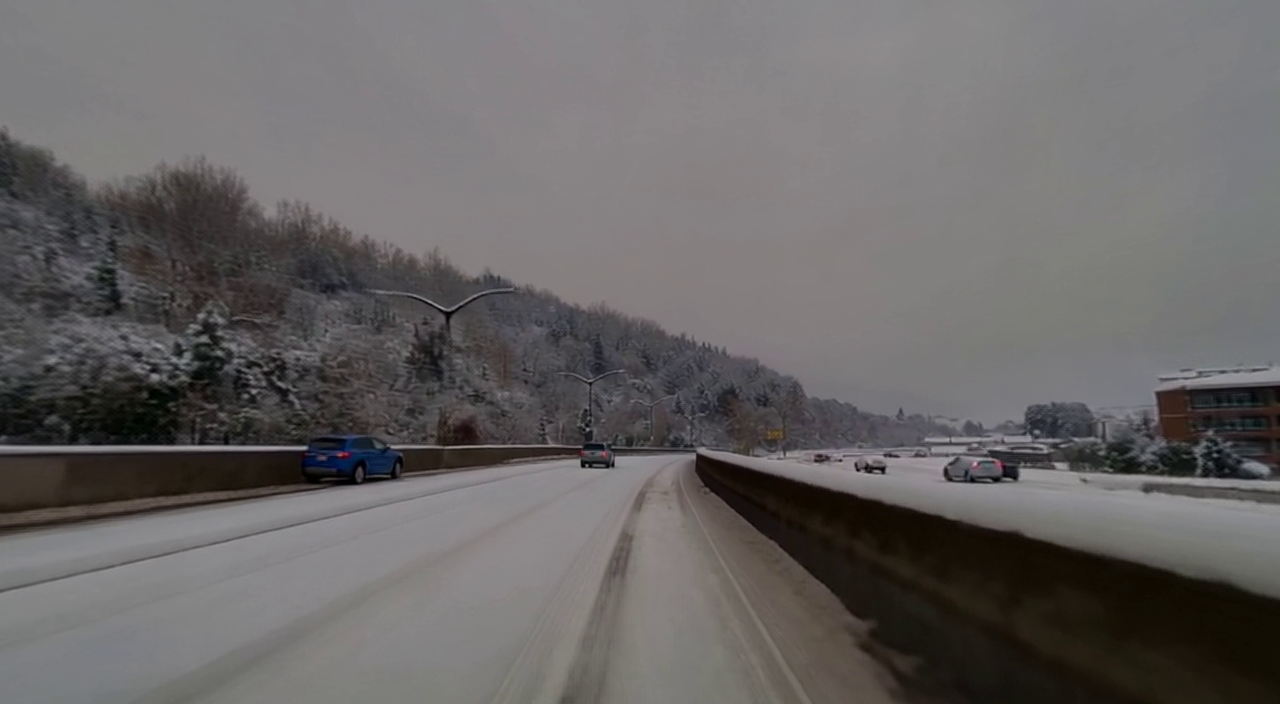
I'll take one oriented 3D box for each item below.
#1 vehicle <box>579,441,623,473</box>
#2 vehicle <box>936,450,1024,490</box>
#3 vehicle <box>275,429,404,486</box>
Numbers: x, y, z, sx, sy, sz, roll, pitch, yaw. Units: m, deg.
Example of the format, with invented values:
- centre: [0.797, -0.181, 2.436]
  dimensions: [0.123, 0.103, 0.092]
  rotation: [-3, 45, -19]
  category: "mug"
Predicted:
- centre: [-2.236, 6.185, 37.313]
  dimensions: [2.028, 1.782, 4.150]
  rotation: [-1, -8, 4]
  category: "vehicle"
- centre: [14.915, 5.145, 27.970]
  dimensions: [1.786, 1.559, 4.496]
  rotation: [-1, -8, 5]
  category: "vehicle"
- centre: [-10.256, 3.636, 22.032]
  dimensions: [2.039, 1.746, 4.528]
  rotation: [0, -8, 3]
  category: "vehicle"
